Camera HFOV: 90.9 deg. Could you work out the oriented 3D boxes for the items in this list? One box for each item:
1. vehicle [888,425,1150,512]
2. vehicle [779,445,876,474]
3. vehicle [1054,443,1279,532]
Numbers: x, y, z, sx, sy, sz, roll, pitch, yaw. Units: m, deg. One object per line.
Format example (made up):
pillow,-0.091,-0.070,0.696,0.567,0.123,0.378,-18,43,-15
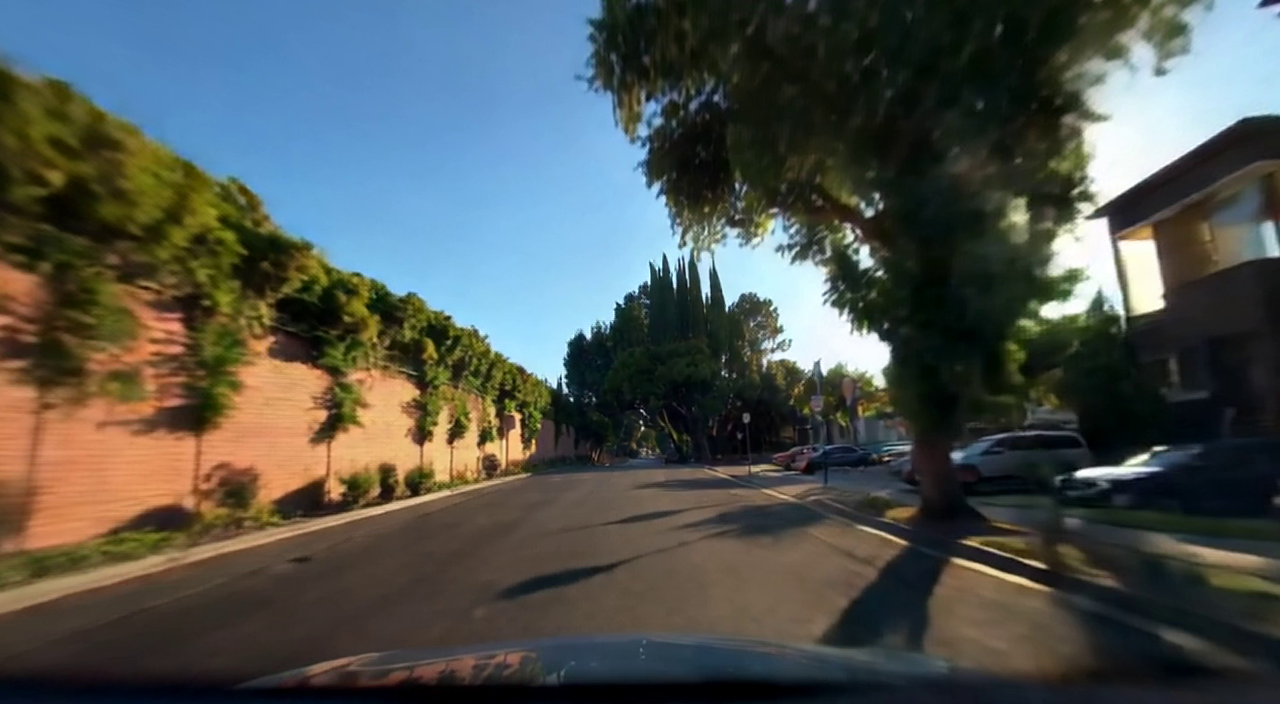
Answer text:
vehicle,10.036,3.101,17.181,5.544,2.115,2.380,0,-8,2
vehicle,9.682,5.586,32.755,4.309,1.442,2.145,0,-10,-1
vehicle,11.008,2.510,12.040,4.617,1.501,2.151,-1,-9,1
